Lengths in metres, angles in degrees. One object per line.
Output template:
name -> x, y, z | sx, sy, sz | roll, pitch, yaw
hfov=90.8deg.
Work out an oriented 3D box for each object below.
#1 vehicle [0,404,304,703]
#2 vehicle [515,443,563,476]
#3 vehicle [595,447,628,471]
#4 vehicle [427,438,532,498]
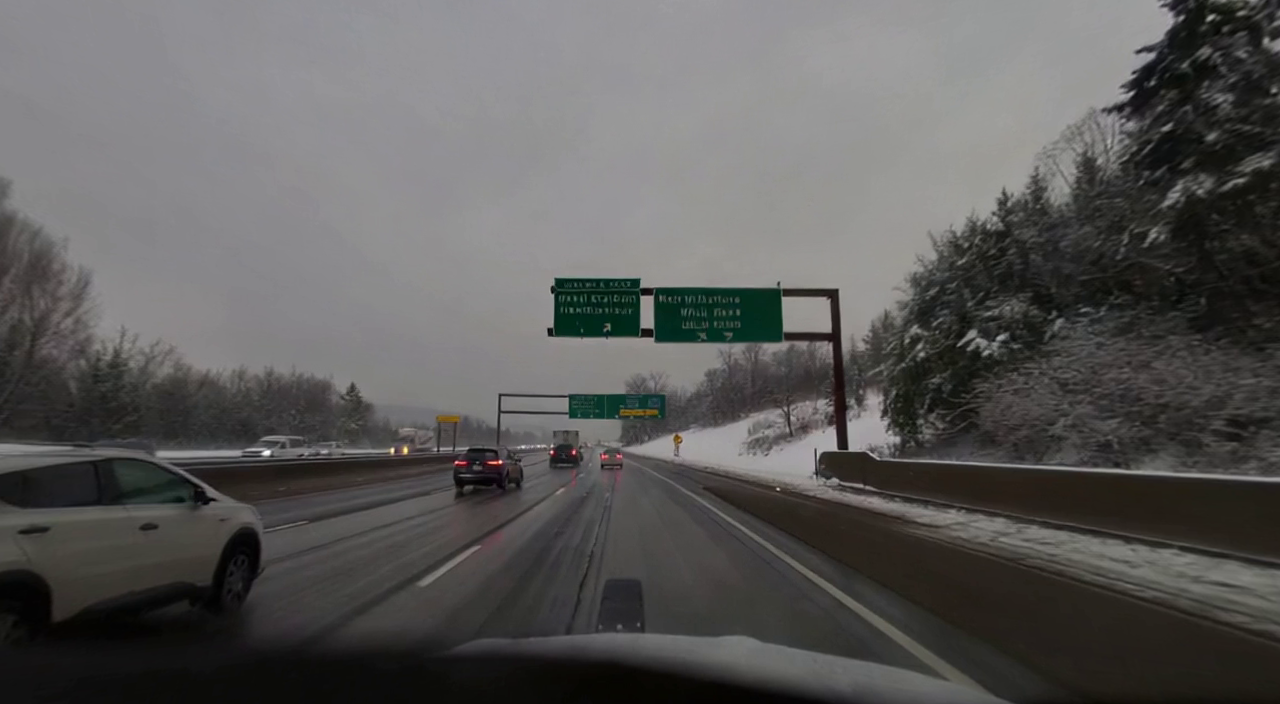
vehicle -> -3.815, 1.067, 3.322 | 1.892, 1.492, 3.940 | 0, -9, 0
vehicle -> -5.406, 5.798, 34.270 | 2.118, 1.624, 4.032 | 0, -9, -2
vehicle -> -1.896, 6.895, 40.910 | 1.988, 1.440, 4.201 | 0, -9, -4
vehicle -> -4.826, 3.552, 19.638 | 2.208, 1.619, 4.162 | 0, -9, -1
